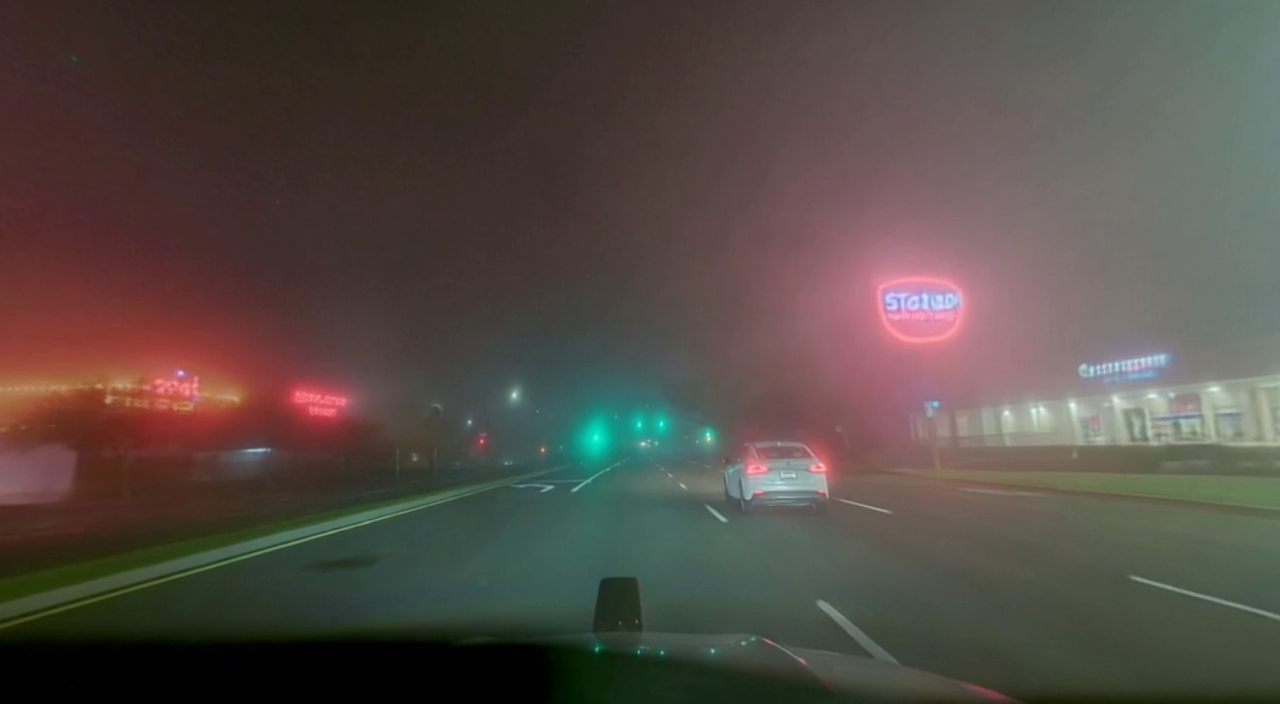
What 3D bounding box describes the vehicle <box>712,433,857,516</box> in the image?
[{"bbox_3d":[2.889,2.568,13.749,2.015,1.479,4.444,0,-9,-1],"label":"vehicle"}]
